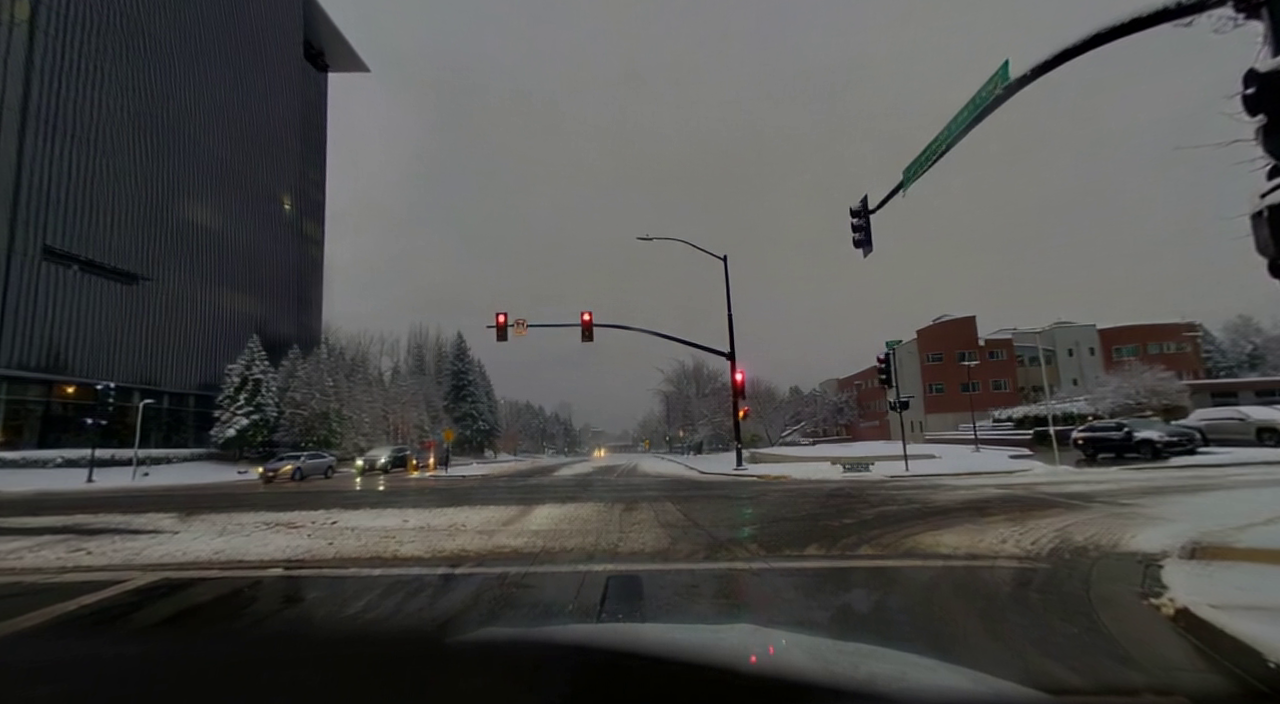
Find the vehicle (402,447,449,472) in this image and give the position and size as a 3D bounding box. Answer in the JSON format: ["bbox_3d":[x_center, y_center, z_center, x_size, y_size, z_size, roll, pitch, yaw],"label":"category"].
[{"bbox_3d":[-15.142,7.602,44.706,1.932,1.605,4.146,0,-9,-1],"label":"vehicle"}]

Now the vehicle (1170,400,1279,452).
[{"bbox_3d":[24.402,2.987,25.018,2.109,1.836,5.080,-2,-9,0],"label":"vehicle"}]

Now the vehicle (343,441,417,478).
[{"bbox_3d":[-14.869,6.155,36.331,2.091,1.915,5.040,0,-9,0],"label":"vehicle"}]

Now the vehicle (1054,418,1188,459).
[{"bbox_3d":[19.078,3.499,25.299,1.834,1.480,4.458,0,-9,-1],"label":"vehicle"}]

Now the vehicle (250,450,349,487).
[{"bbox_3d":[-14.859,5.074,27.806,1.790,1.437,4.349,0,-9,2],"label":"vehicle"}]
